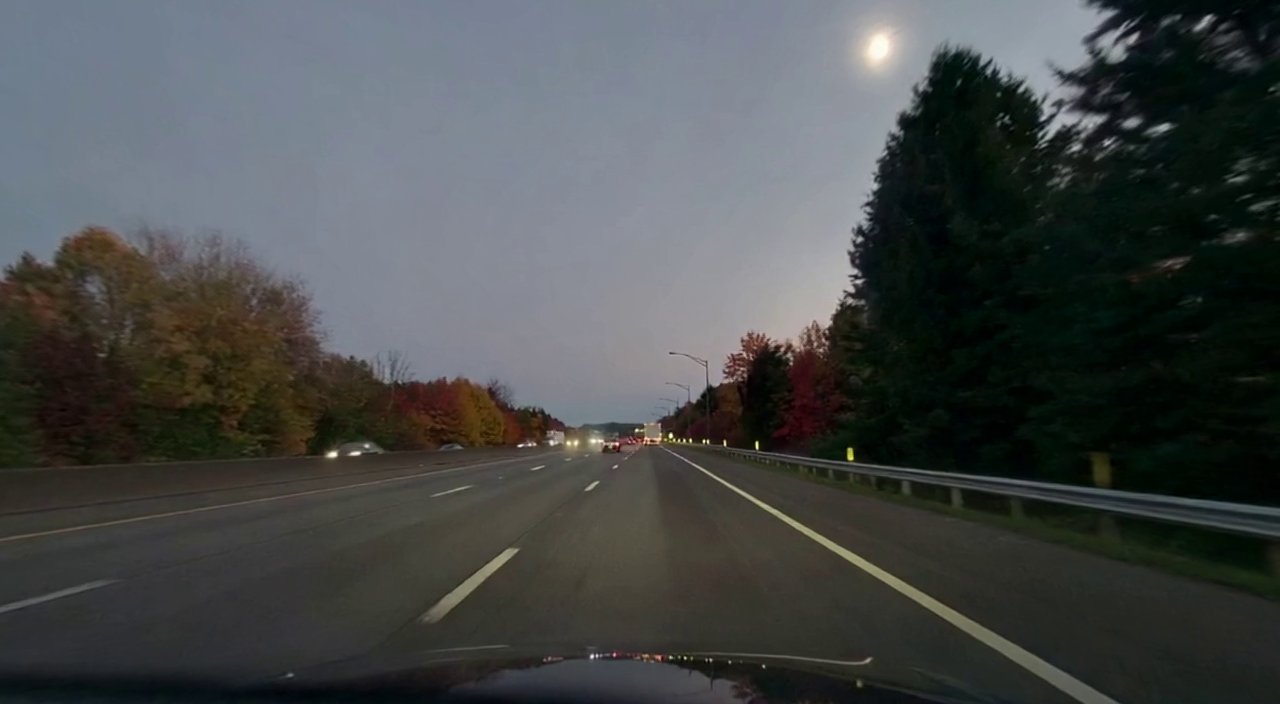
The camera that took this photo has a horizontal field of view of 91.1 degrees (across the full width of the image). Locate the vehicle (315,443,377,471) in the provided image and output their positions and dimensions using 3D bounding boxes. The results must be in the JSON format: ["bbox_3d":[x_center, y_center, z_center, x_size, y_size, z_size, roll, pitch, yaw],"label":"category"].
[{"bbox_3d":[-15.989,5.689,34.324,1.632,1.417,3.645,-1,-8,1],"label":"vehicle"}]
